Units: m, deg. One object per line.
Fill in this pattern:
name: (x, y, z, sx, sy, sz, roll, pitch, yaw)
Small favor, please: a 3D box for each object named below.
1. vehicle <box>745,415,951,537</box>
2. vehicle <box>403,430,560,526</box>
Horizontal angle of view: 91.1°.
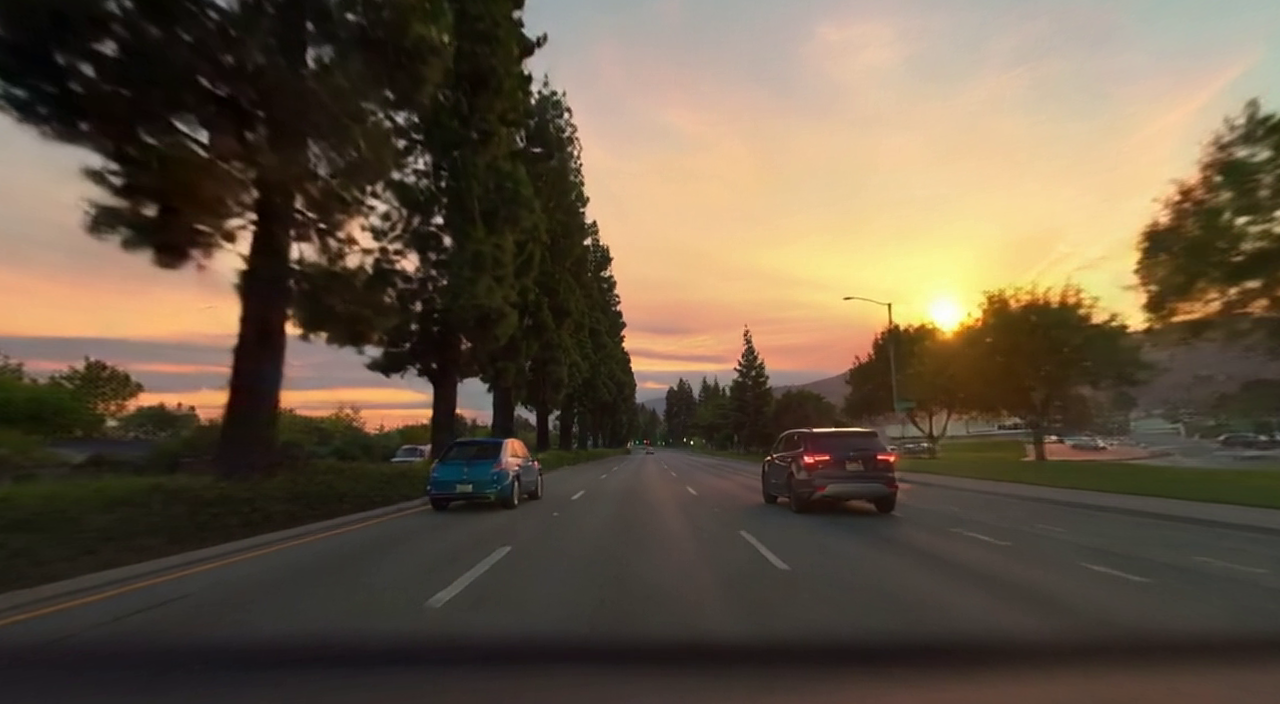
vehicle: (3.472, 2.195, 11.787, 2.087, 1.759, 5.040, 0, -8, -1)
vehicle: (-3.009, 2.496, 13.025, 2.025, 1.635, 4.293, 0, -8, 2)
